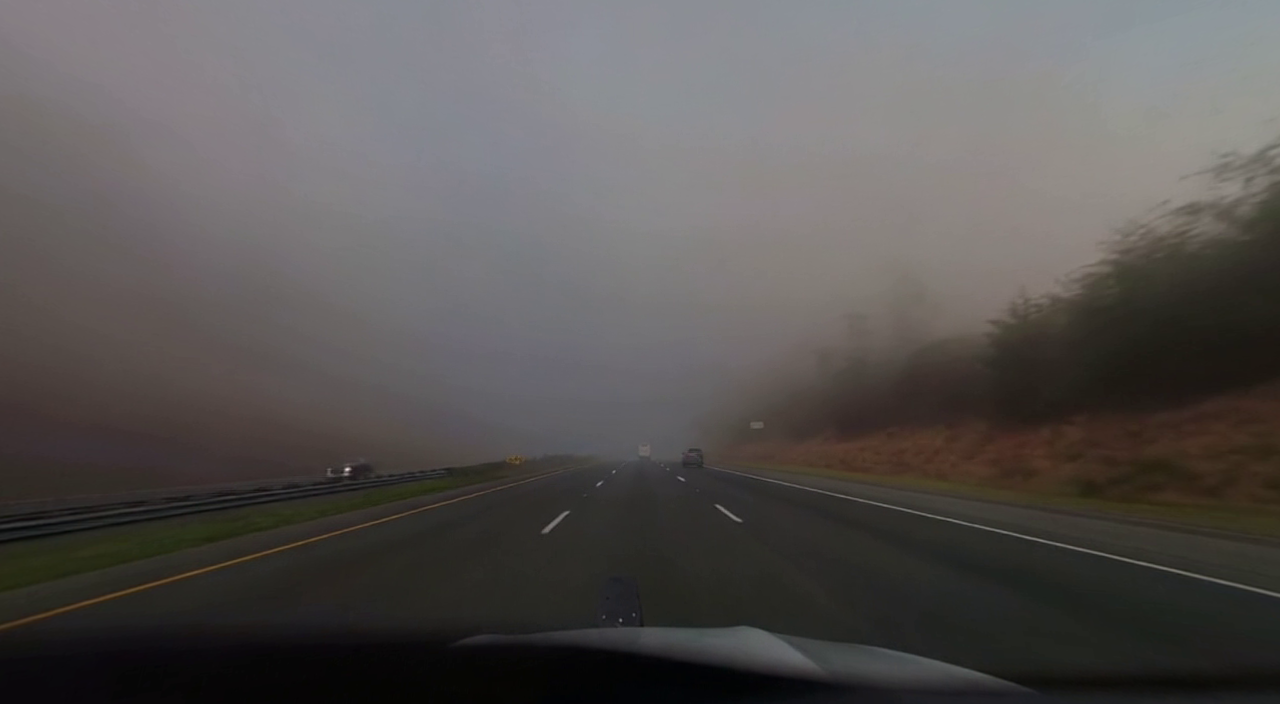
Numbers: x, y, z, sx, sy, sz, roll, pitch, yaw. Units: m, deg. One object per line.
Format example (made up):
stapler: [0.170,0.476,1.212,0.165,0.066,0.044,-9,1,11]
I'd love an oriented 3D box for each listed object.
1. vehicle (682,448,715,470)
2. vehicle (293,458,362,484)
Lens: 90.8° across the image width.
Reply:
vehicle: [4.216,7.803,46.150,1.934,1.498,3.838,0,-9,-2]
vehicle: [-19.874,7.569,40.355,1.992,1.434,4.625,0,-9,1]
